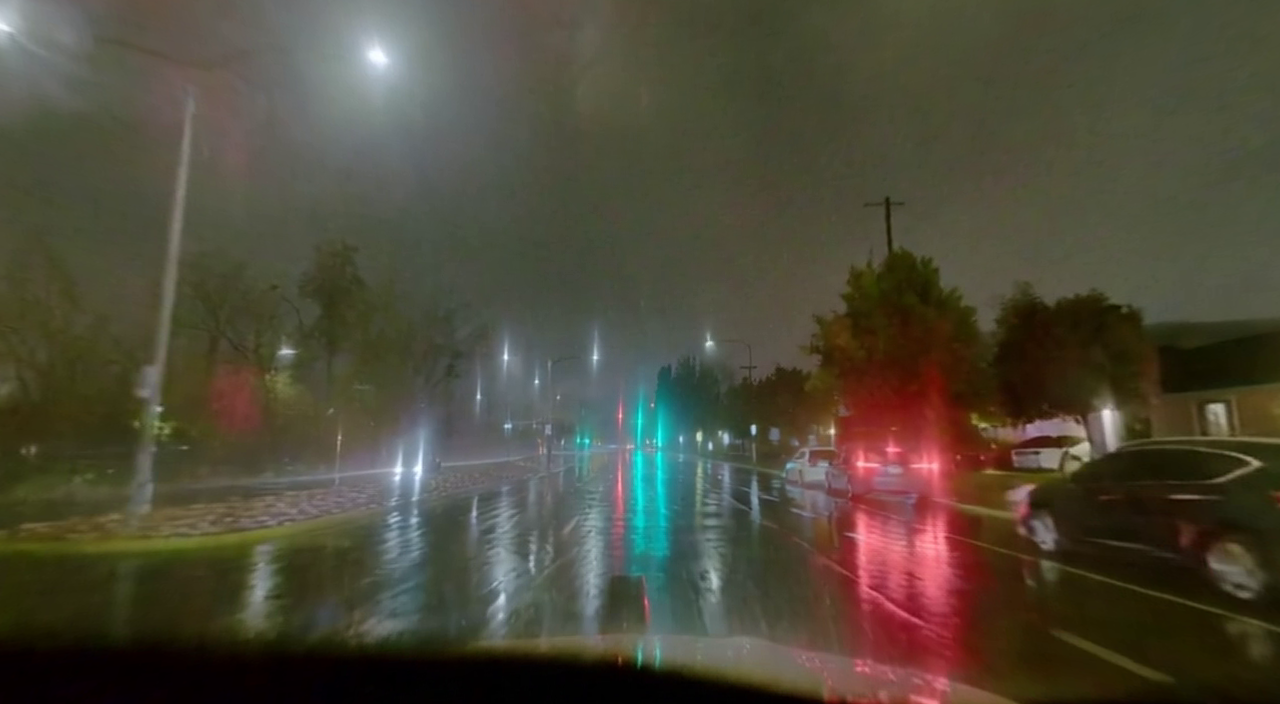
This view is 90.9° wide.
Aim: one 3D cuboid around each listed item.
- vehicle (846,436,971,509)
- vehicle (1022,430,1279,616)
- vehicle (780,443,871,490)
[{"bbox_3d":[6.400,2.876,15.416,1.752,1.590,3.090,-1,-9,2],"label":"vehicle"},{"bbox_3d":[6.221,1.581,6.409,1.976,1.498,4.390,0,-9,1],"label":"vehicle"},{"bbox_3d":[6.323,3.936,22.039,1.974,1.444,4.494,0,-9,2],"label":"vehicle"}]
